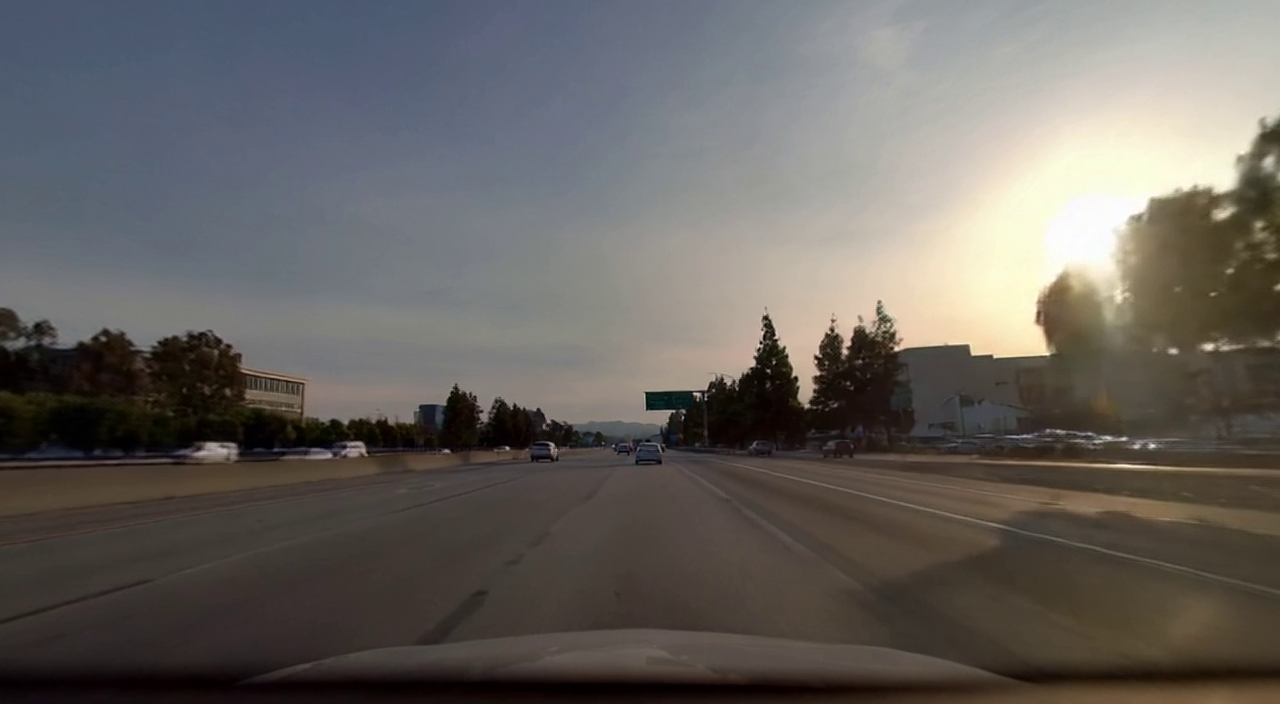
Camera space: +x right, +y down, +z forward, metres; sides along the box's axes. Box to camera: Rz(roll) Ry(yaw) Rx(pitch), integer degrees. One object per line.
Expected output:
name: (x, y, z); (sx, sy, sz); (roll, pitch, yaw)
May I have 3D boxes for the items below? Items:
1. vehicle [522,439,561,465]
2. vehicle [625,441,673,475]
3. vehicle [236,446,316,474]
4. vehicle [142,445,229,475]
vehicle: (-7.173, 7.314, 46.384); (2.093, 1.789, 4.399); (0, -8, 1)
vehicle: (0.397, 4.992, 30.019); (2.112, 1.482, 4.082); (0, -8, 0)
vehicle: (-21.257, 6.323, 37.075); (1.958, 1.521, 4.492); (0, -8, 1)
vehicle: (-32.556, 7.703, 45.431); (2.161, 1.979, 5.515); (0, -8, 0)
